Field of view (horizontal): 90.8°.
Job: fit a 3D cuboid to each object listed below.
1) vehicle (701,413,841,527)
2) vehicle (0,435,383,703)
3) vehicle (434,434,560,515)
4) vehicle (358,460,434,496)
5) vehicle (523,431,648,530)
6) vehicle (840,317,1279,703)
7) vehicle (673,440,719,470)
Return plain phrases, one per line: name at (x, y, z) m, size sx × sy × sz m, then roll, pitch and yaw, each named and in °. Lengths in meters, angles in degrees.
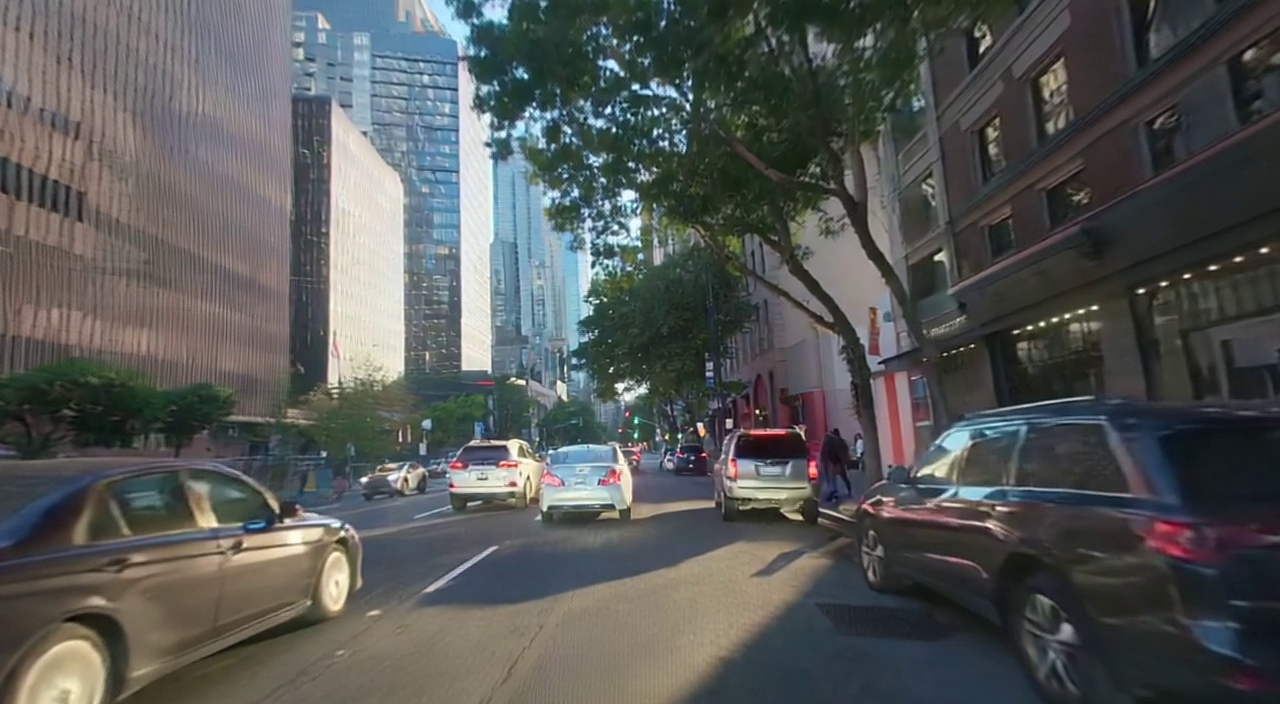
vehicle at (2.633, 2.402, 13.493) m, size 2.352 × 1.953 × 4.798 m, roll -1°, pitch -8°, yaw 8°
vehicle at (-3.401, 1.240, 3.590) m, size 1.940 × 1.481 × 4.376 m, roll 0°, pitch -8°, yaw 1°
vehicle at (-3.579, 3.146, 16.852) m, size 2.000 × 1.818 × 4.668 m, roll -1°, pitch -8°, yaw 4°
vehicle at (-12.363, 6.391, 32.326) m, size 2.122 × 1.606 × 4.221 m, roll 0°, pitch -8°, yaw 0°
vehicle at (-0.908, 2.492, 12.815) m, size 2.076 × 1.667 × 3.948 m, roll 0°, pitch -8°, yaw 2°
vehicle at (3.107, 1.071, 4.320) m, size 1.971 × 1.749 × 4.564 m, roll 0°, pitch -8°, yaw 0°
vehicle at (2.924, 5.467, 33.918) m, size 2.065 × 1.461 × 4.181 m, roll 0°, pitch -8°, yaw -1°
